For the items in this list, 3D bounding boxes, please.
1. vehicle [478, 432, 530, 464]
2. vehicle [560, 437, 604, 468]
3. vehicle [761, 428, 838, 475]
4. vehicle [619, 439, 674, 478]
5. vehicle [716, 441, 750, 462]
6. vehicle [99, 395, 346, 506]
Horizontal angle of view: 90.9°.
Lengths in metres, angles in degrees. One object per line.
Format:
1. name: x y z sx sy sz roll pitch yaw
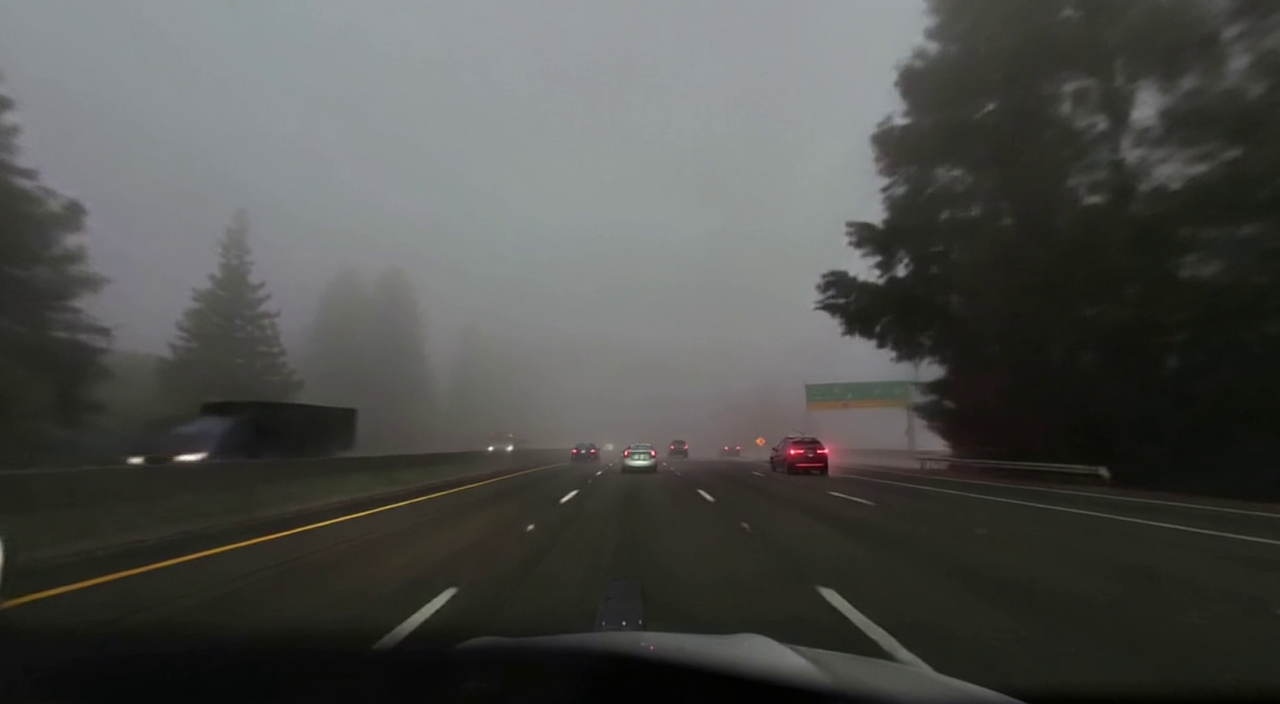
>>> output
1. vehicle: -9.330 6.690 43.886 2.331 2.070 5.440 0 -8 1
2. vehicle: -3.391 5.953 37.675 2.140 1.720 4.410 0 -8 1
3. vehicle: 7.088 4.502 28.698 2.094 1.916 5.099 0 -8 -1
4. vehicle: 0.233 4.398 26.208 2.071 1.464 4.162 0 -8 0
5. vehicle: 7.068 7.569 48.220 1.894 1.511 4.148 0 -8 -1
6. vehicle: -12.652 3.117 20.269 2.779 2.896 7.441 0 -8 0
